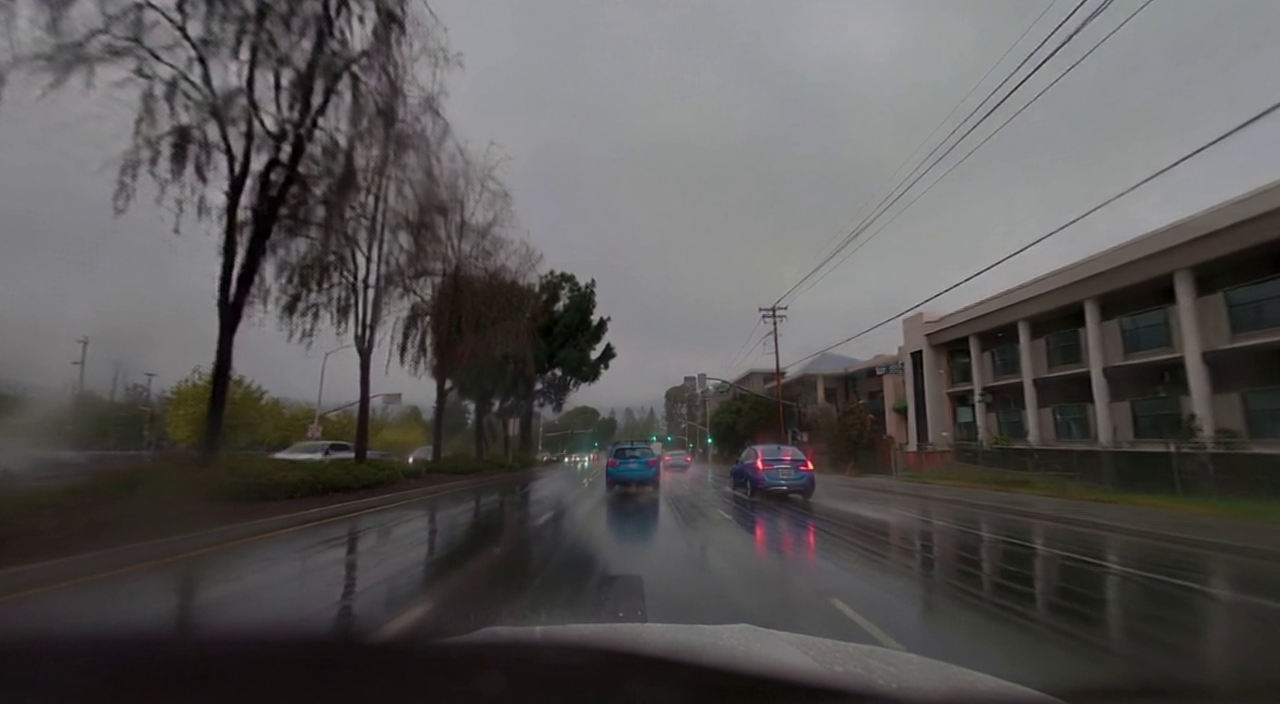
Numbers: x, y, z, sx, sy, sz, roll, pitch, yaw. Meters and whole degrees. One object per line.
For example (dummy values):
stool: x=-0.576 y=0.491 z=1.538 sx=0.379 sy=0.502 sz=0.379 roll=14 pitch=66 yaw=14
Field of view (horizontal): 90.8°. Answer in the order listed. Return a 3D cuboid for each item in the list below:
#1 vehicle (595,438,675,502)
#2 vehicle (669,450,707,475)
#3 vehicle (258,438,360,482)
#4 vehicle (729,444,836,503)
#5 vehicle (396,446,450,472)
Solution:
vehicle: x=-0.178 y=3.350 z=18.355 sx=2.073 sy=1.606 sz=3.933 roll=0 pitch=-8 yaw=-1
vehicle: x=3.081 y=7.201 z=41.316 sx=2.054 sy=1.461 sz=4.321 roll=0 pitch=-8 yaw=-1
vehicle: x=-14.212 y=4.653 z=27.486 sx=2.064 sy=1.745 sz=4.495 roll=0 pitch=-9 yaw=-1
vehicle: x=4.104 y=3.566 z=19.003 sx=2.086 sy=1.534 sz=4.351 roll=0 pitch=-9 yaw=-1
vehicle: x=-14.443 y=7.132 z=42.315 sx=2.064 sy=1.676 sz=4.332 roll=0 pitch=-9 yaw=1
